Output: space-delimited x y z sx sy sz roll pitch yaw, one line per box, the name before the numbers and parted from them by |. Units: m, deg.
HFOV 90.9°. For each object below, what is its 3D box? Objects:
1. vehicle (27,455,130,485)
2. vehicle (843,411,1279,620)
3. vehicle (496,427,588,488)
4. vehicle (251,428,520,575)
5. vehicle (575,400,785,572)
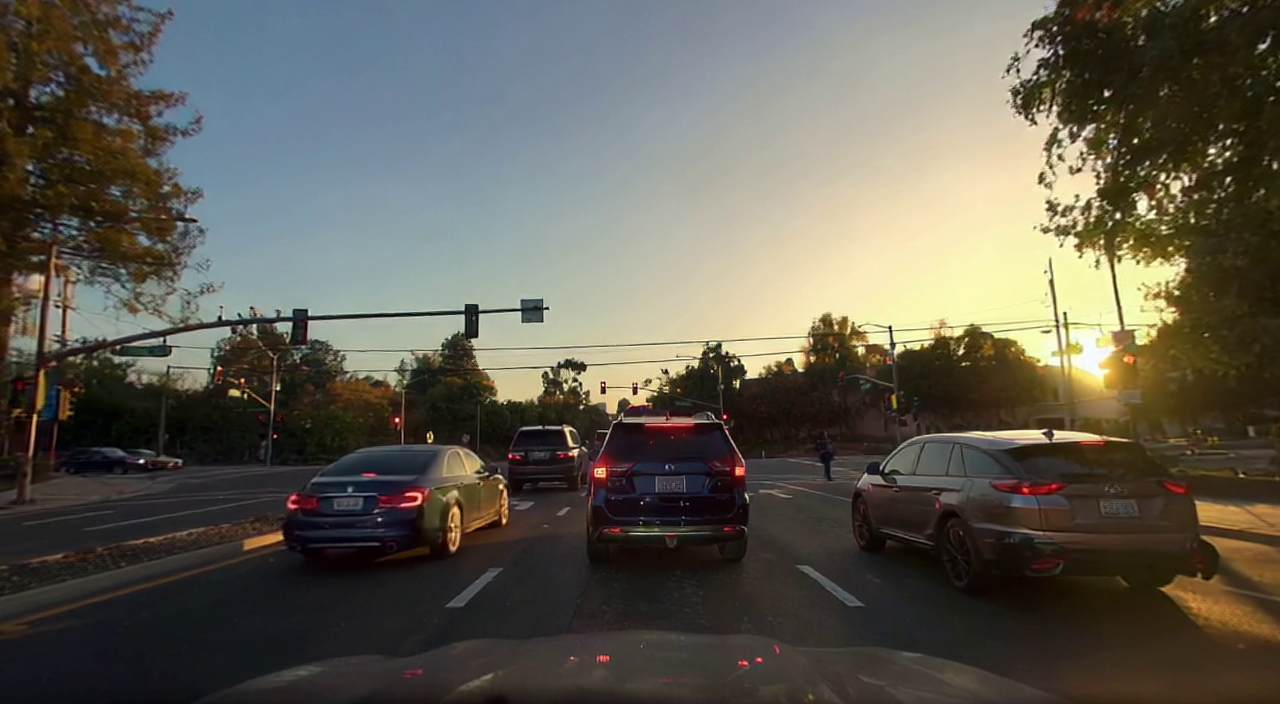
vehicle | -33.051 6.941 37.144 4.395 1.636 1.926 -1 -8 6
vehicle | 3.928 1.560 6.931 1.954 1.592 3.992 0 -8 -2
vehicle | -3.200 3.604 21.854 2.230 1.834 5.469 0 -8 1
vehicle | -3.034 1.861 8.698 1.876 1.497 4.308 0 -8 1
vehicle | 0.401 1.712 8.766 2.172 1.764 4.338 0 -8 0
